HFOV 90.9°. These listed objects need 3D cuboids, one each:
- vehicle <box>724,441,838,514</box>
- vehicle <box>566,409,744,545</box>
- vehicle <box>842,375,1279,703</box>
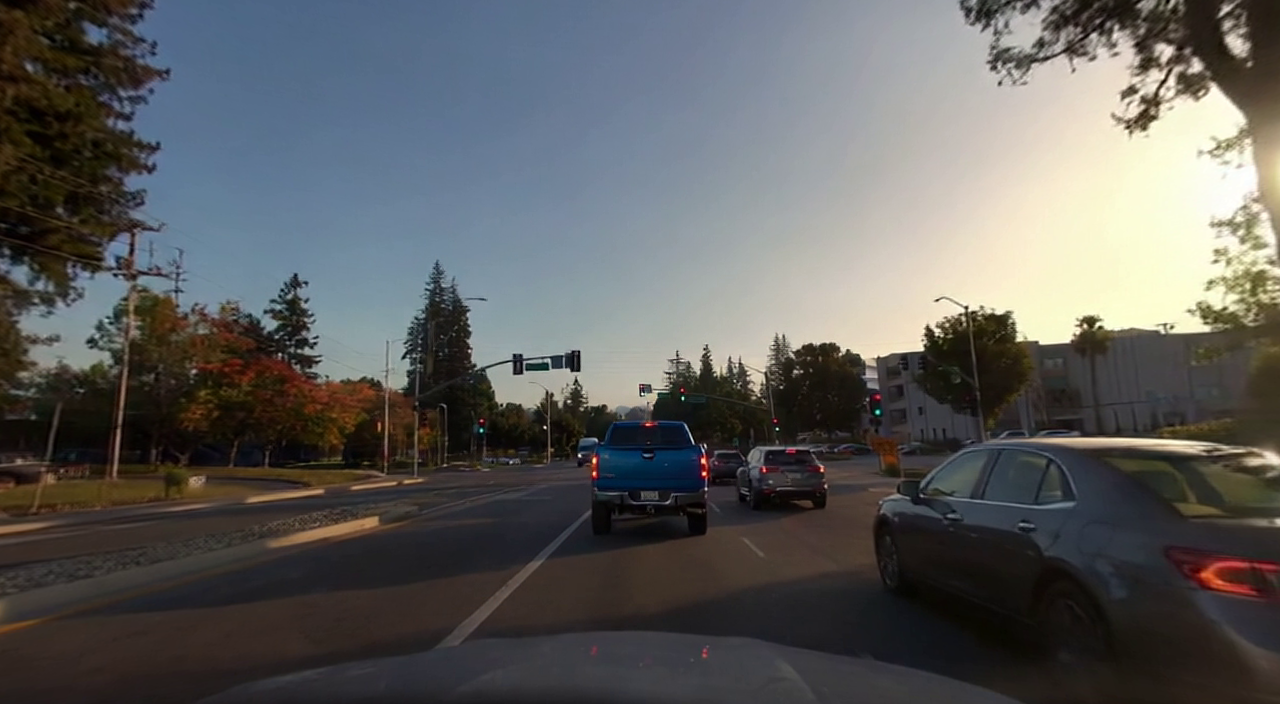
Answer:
[{"bbox_3d":[3.506,3.193,16.572,1.957,1.646,4.355,0,-8,0],"label":"vehicle"},{"bbox_3d":[0.235,2.265,12.170,2.636,2.011,5.425,0,-8,0],"label":"vehicle"},{"bbox_3d":[3.310,1.225,4.237,2.155,1.667,5.162,0,-8,0],"label":"vehicle"}]
